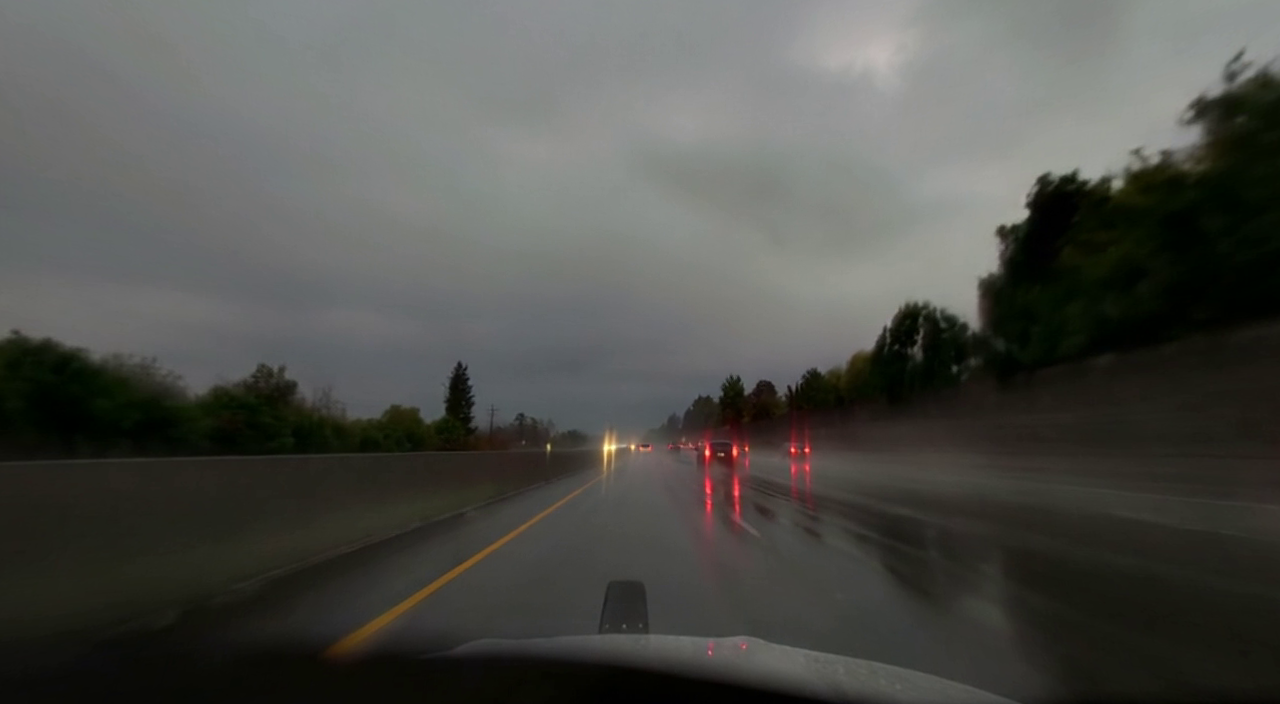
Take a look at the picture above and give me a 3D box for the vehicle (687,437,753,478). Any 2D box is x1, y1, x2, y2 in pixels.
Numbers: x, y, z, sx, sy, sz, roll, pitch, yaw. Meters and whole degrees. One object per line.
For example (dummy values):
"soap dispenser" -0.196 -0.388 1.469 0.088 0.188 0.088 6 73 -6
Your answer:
"vehicle" 3.453 4.660 28.029 2.326 1.644 4.206 0 -9 -1

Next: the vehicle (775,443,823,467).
"vehicle" 10.401 6.760 41.622 1.970 1.479 4.480 0 -9 -1
